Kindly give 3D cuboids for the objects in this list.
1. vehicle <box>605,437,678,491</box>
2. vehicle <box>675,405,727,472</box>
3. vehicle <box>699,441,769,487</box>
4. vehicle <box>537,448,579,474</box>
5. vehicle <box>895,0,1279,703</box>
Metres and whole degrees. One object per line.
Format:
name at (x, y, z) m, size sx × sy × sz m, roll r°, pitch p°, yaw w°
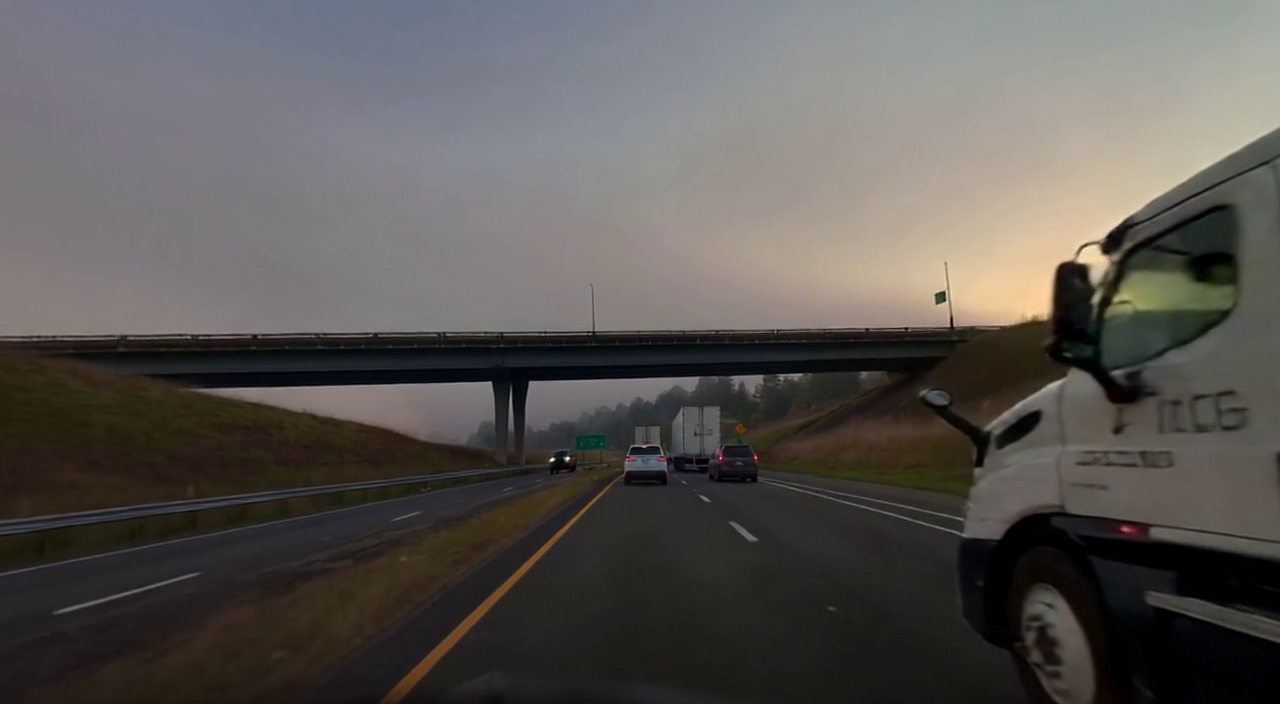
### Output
vehicle at (0.066, 3.800, 21.625) m, size 2.256 × 1.615 × 4.114 m, roll -1°, pitch -9°, yaw 1°
vehicle at (3.837, 5.691, 41.251) m, size 2.948 × 3.974 × 6.480 m, roll -1°, pitch -9°, yaw 2°
vehicle at (3.402, 4.149, 23.587) m, size 1.972 × 1.505 × 3.946 m, roll -1°, pitch -9°, yaw -1°
vehicle at (-5.798, 7.693, 44.784) m, size 2.233 × 1.685 × 4.222 m, roll -2°, pitch -9°, yaw 3°
vehicle at (3.000, -0.552, 0.400) m, size 2.987 × 3.897 × 5.990 m, roll -1°, pitch -9°, yaw 0°
